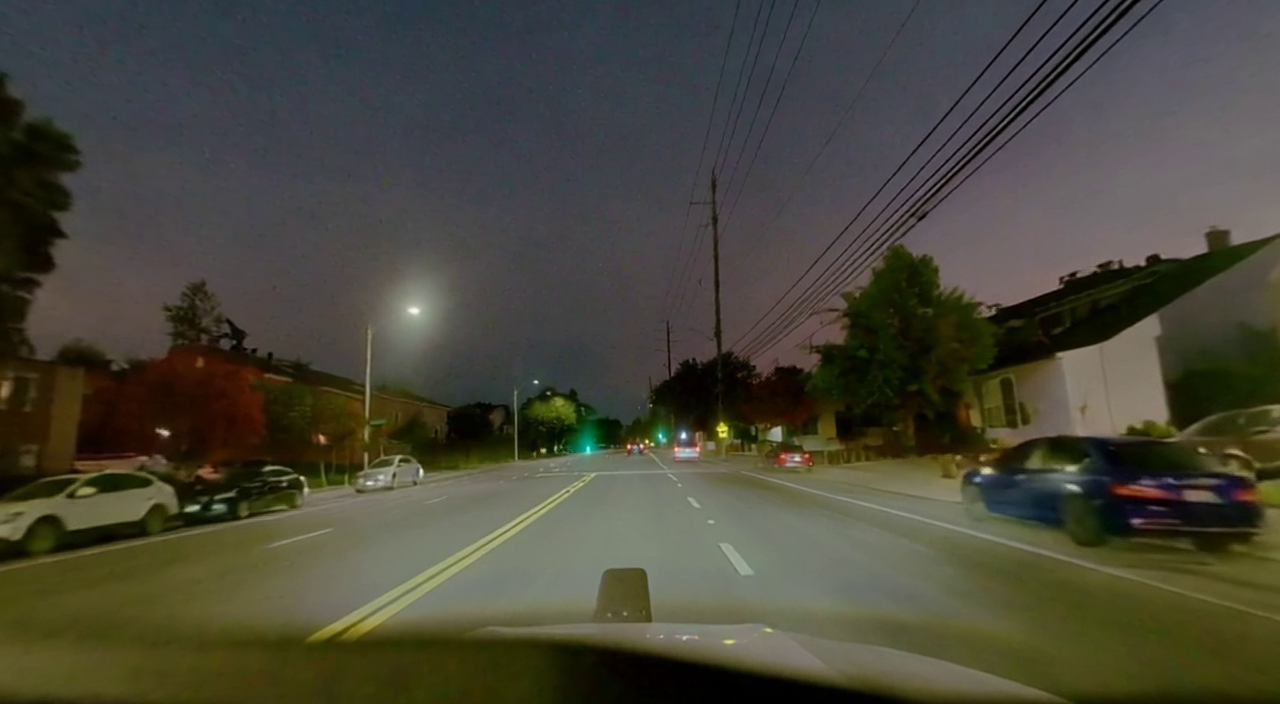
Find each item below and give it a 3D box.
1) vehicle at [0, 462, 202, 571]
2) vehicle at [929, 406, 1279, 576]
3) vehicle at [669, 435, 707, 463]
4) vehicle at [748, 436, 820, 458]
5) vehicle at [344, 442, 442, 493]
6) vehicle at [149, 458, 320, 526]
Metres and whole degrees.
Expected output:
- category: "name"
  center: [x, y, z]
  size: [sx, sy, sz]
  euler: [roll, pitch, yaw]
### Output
- category: "vehicle"
  center: [-10.598, 2.843, 11.585]
  size: [2.098, 1.503, 4.113]
  euler: [0, -8, 0]
- category: "vehicle"
  center: [6.211, 1.746, 8.800]
  size: [2.079, 1.697, 4.753]
  euler: [0, -8, 0]
- category: "vehicle"
  center: [3.091, 6.376, 41.567]
  size: [2.070, 1.765, 4.731]
  euler: [0, -8, 0]
- category: "vehicle"
  center: [11.149, 7.364, 48.690]
  size: [4.996, 1.471, 2.033]
  euler: [-6, -10, 26]
- category: "vehicle"
  center: [-10.516, 4.917, 27.295]
  size: [2.258, 1.846, 4.843]
  euler: [-3, -8, 1]
- category: "vehicle"
  center: [-10.668, 3.659, 17.054]
  size: [1.800, 1.472, 4.359]
  euler: [0, -8, -1]
